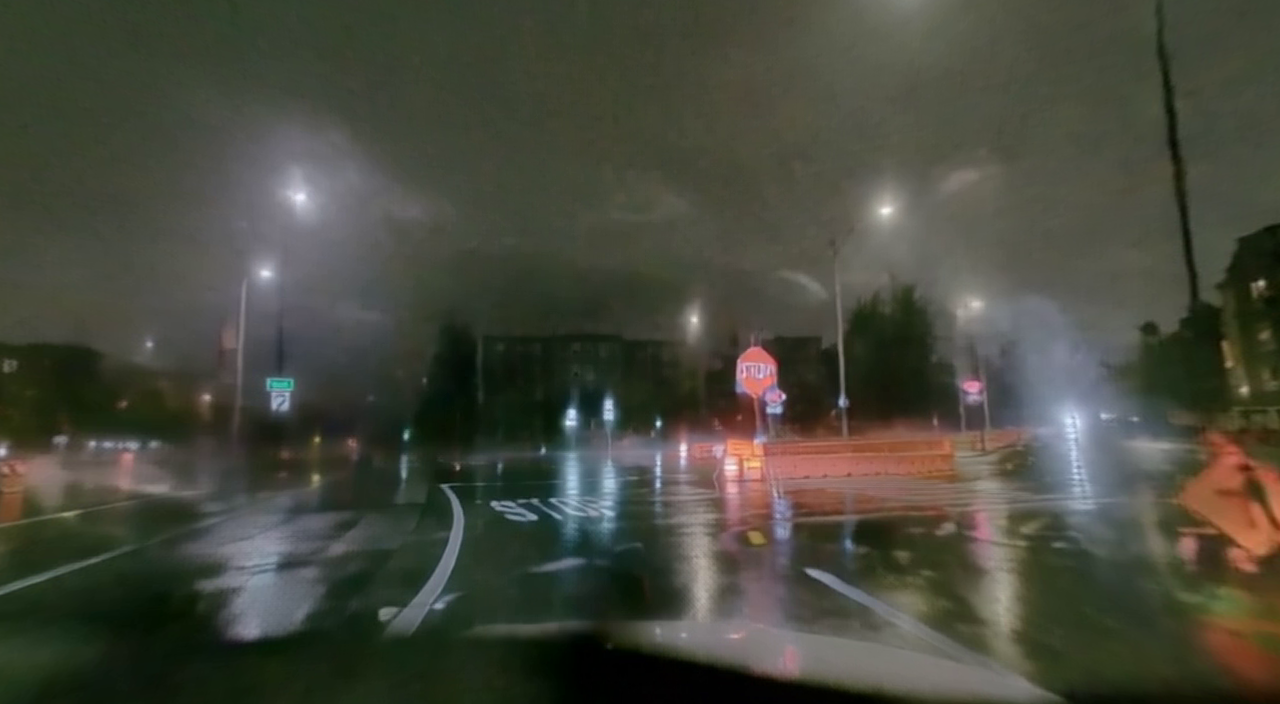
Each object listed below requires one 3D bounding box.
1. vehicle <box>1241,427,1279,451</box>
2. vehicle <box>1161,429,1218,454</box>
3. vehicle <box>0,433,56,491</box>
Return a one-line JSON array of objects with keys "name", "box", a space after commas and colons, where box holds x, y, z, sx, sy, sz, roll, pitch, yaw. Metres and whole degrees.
[{"name": "vehicle", "box": [40.305, 5.561, 40.088, 1.917, 1.466, 4.422, -5, -10, 30]}, {"name": "vehicle", "box": [37.756, 6.184, 43.403, 2.023, 1.567, 4.283, -5, -10, 29]}, {"name": "vehicle", "box": [-20.976, 3.573, 20.670, 4.292, 1.734, 2.159, -8, -11, 42]}]
